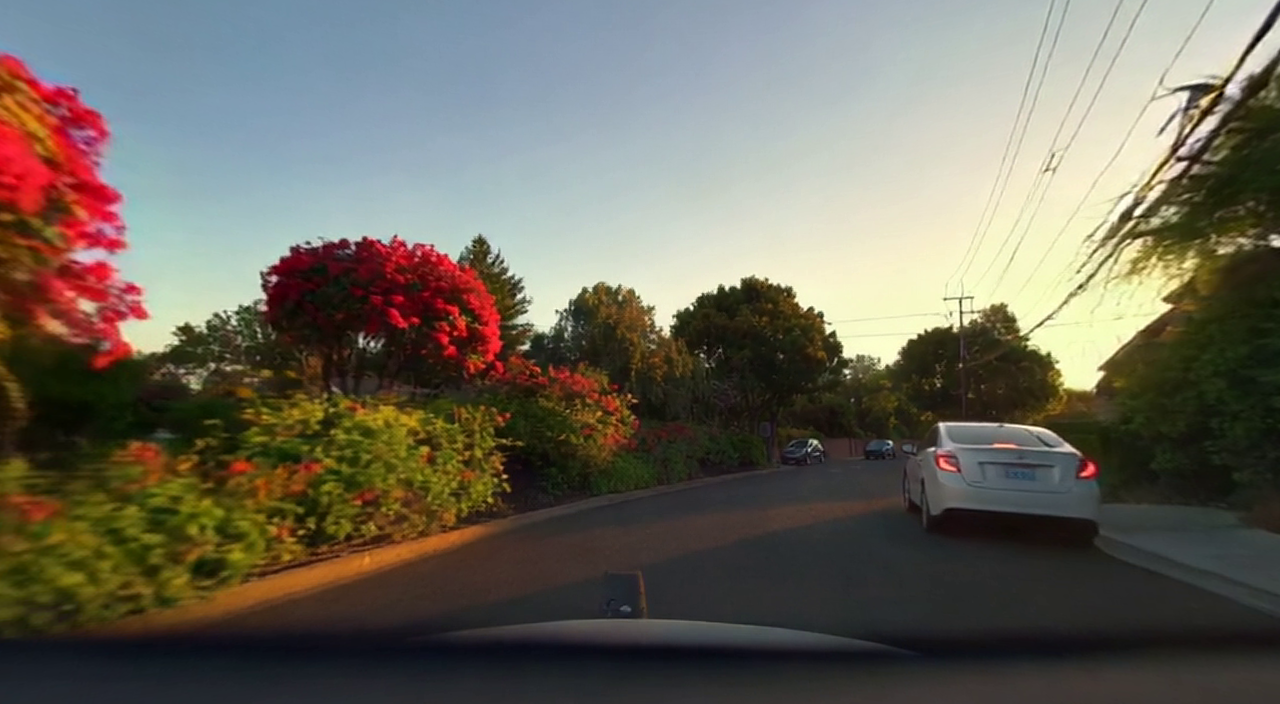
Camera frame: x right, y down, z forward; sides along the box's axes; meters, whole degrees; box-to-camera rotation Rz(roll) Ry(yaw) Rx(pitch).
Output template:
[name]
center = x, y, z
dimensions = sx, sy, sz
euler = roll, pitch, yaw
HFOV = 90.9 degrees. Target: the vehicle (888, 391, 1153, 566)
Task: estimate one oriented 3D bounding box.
[vehicle]
center = 5.394, 1.823, 10.008
dimensions = 2.311, 1.909, 5.570
euler = -3, -9, 18
